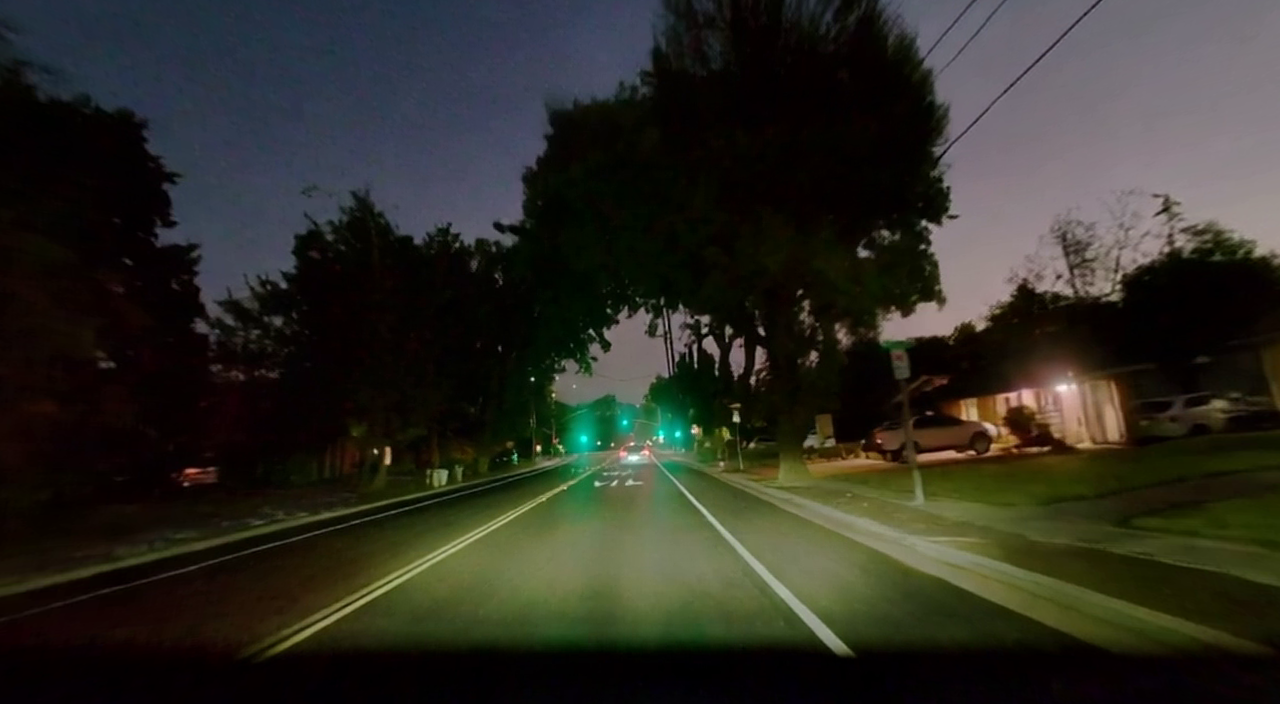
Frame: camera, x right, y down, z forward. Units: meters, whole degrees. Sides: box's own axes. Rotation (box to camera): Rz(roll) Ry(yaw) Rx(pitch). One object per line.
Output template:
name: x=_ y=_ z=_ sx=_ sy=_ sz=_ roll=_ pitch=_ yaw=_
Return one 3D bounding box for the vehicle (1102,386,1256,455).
vehicle: x=15.478 y=1.934 z=18.096 sx=4.462 sy=1.699 sz=2.145 roll=2 pitch=-9 yaw=-35

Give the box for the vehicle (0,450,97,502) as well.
vehicle: x=-22.671 y=4.435 z=22.840 sx=4.181 sy=1.784 sz=1.907 roll=0 pitch=-9 yaw=-1

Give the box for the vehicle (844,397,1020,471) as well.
vehicle: x=9.473 y=2.716 z=20.805 sx=4.634 sy=1.723 sz=1.966 roll=-7 pitch=-9 yaw=-3

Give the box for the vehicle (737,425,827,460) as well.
vehicle: x=8.463 y=5.449 z=37.969 sx=4.740 sy=1.467 sz=2.074 roll=-6 pitch=-8 yaw=-3

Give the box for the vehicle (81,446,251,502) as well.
vehicle: x=-17.184 y=4.415 z=23.114 sx=4.463 sy=1.917 sz=1.970 roll=1 pitch=-9 yaw=-5

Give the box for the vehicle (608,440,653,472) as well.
vehicle: x=-0.477 y=5.157 z=31.471 sx=2.098 sy=1.483 sz=4.099 roll=0 pitch=-9 yaw=-1
